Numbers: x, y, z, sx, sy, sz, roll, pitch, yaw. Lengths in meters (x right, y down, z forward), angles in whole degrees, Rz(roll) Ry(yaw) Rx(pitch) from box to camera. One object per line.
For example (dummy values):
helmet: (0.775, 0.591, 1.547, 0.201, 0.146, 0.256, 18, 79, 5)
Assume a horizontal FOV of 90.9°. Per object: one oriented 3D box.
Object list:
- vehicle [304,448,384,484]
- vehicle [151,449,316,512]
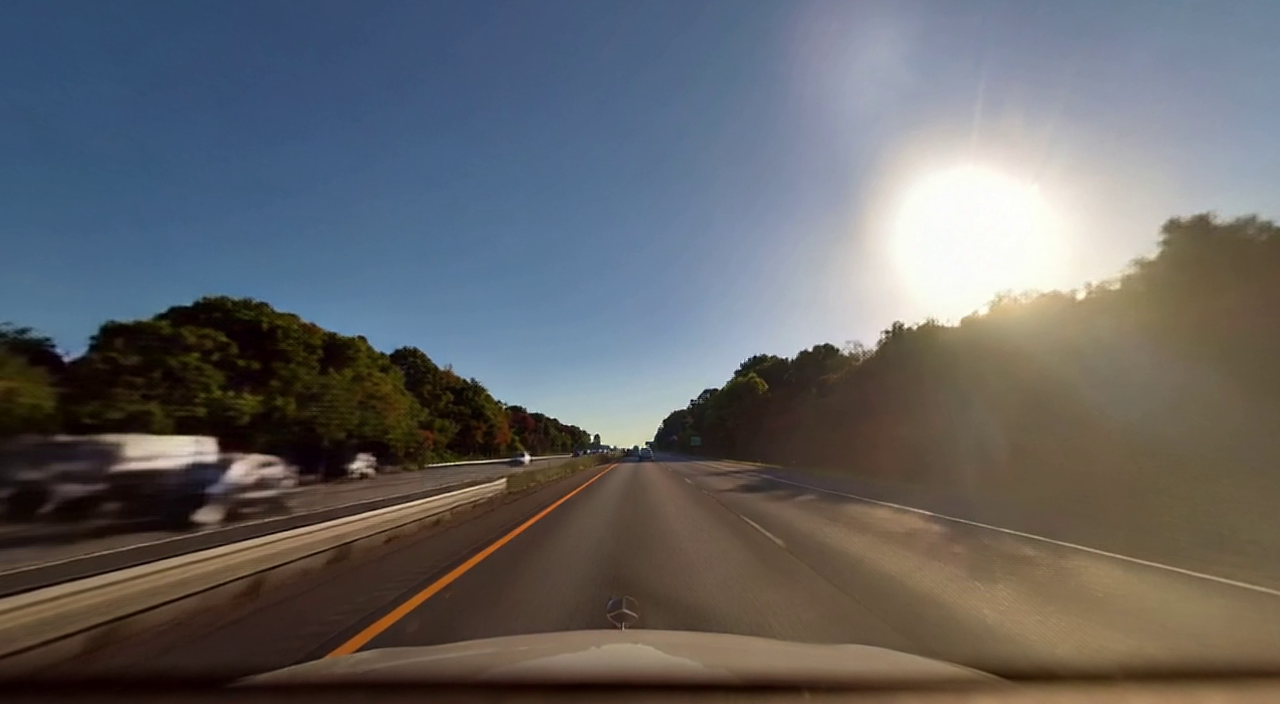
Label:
vehicle: (-16.621, 6.393, 35.717, 2.050, 1.910, 4.898, 0, -9, 0)
vehicle: (-11.642, 3.665, 18.503, 1.821, 1.584, 4.498, 0, -9, 0)
